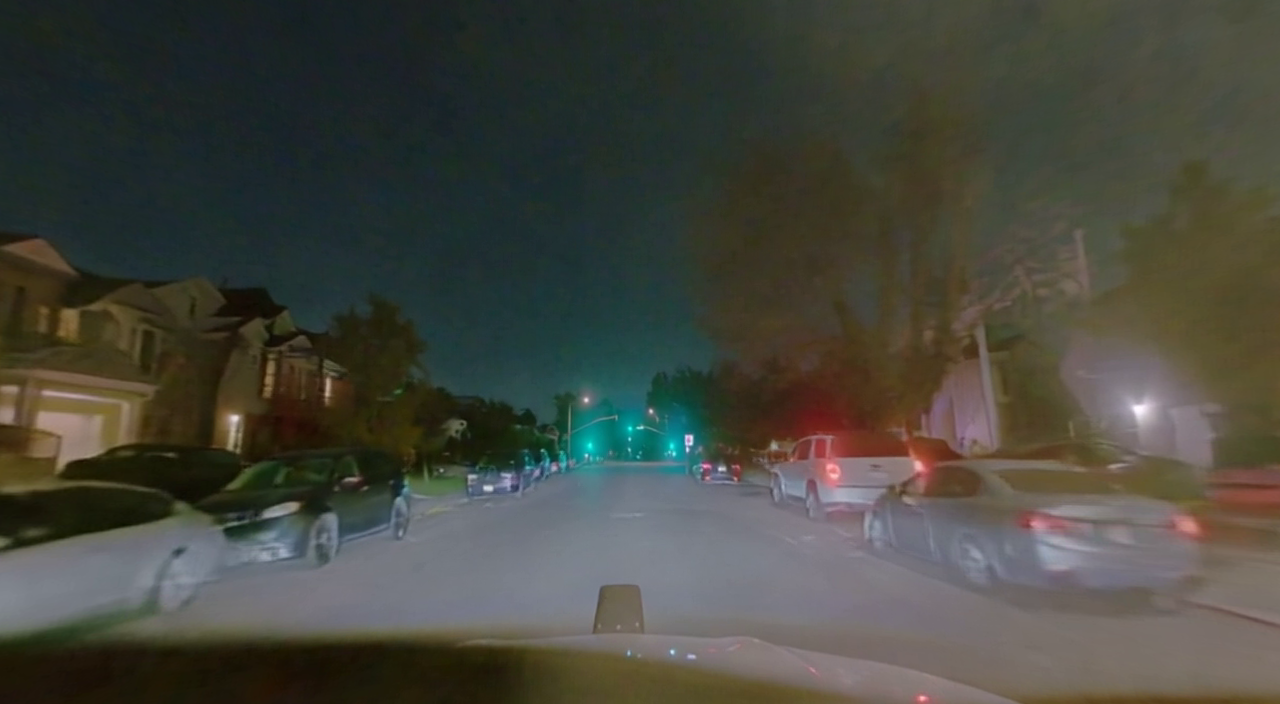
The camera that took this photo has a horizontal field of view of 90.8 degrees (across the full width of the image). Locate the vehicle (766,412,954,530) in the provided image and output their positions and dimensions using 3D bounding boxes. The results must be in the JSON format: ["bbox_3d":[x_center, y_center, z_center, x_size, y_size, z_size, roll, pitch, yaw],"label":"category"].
[{"bbox_3d":[4.921,2.786,15.361,2.384,2.317,5.579,0,-9,-1],"label":"vehicle"}]

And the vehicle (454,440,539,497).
[{"bbox_3d":[-5.020,4.165,22.722,2.035,1.822,4.348,0,-10,0],"label":"vehicle"}]

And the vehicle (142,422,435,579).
[{"bbox_3d":[-5.067,2.227,10.209,2.022,1.822,5.002,-1,-10,-3],"label":"vehicle"}]

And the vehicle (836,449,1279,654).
[{"bbox_3d":[4.163,1.933,7.482,1.850,1.516,5.066,0,-8,-3],"label":"vehicle"}]

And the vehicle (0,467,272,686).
[{"bbox_3d":[-5.025,1.649,5.000,1.690,1.316,4.249,0,-9,-1],"label":"vehicle"}]

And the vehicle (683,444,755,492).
[{"bbox_3d":[3.534,5.333,29.623,2.415,1.963,5.688,0,-8,-2],"label":"vehicle"}]
